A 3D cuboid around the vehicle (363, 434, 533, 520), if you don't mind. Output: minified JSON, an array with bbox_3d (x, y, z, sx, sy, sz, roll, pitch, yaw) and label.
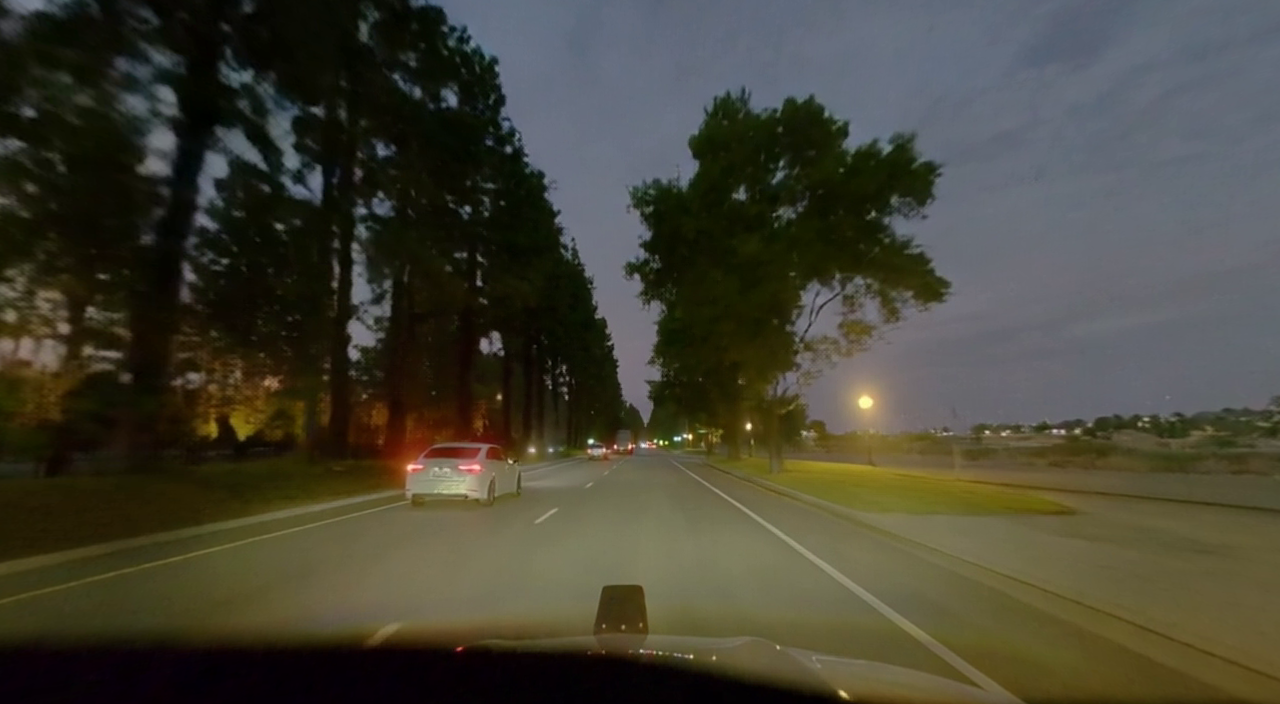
[{"bbox_3d":[-3.668,2.475,13.067,2.033,1.454,4.512,0,-8,1],"label":"vehicle"}]
